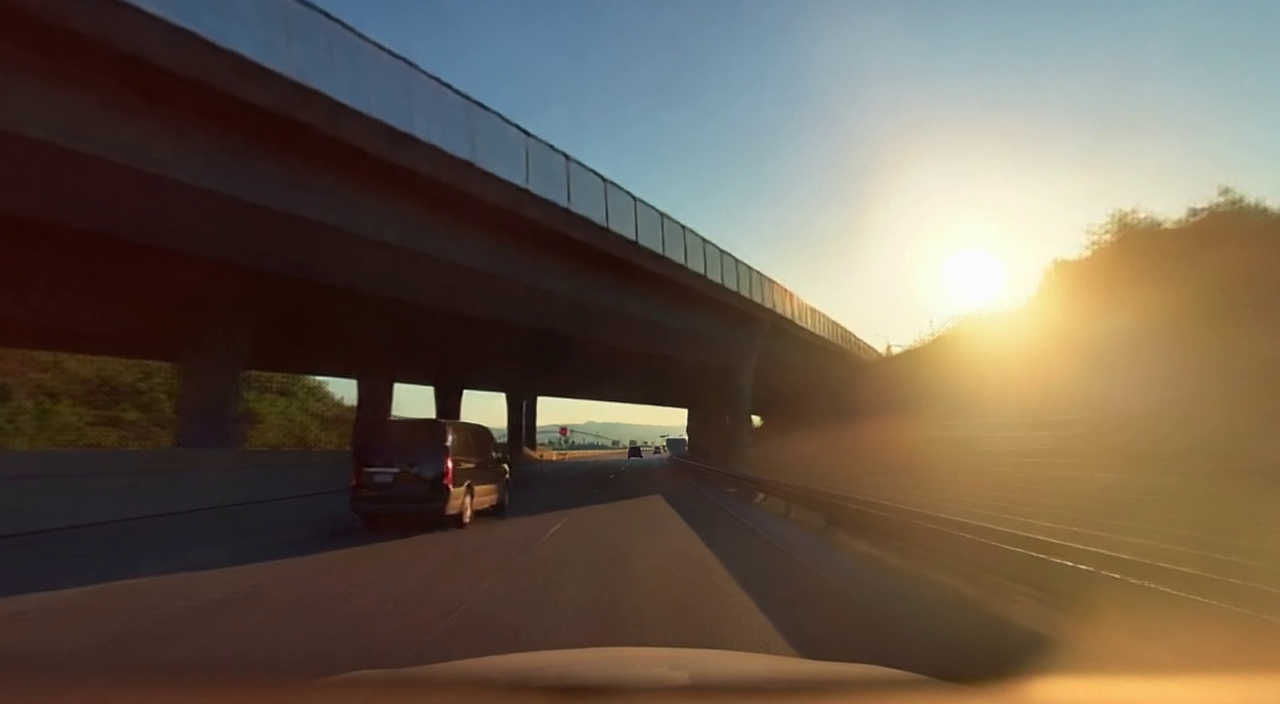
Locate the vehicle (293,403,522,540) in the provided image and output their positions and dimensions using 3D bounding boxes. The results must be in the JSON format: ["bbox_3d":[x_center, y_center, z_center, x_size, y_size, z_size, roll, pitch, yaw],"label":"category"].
[{"bbox_3d":[-3.795,2.104,11.564,2.167,1.929,5.037,0,-9,1],"label":"vehicle"}]
